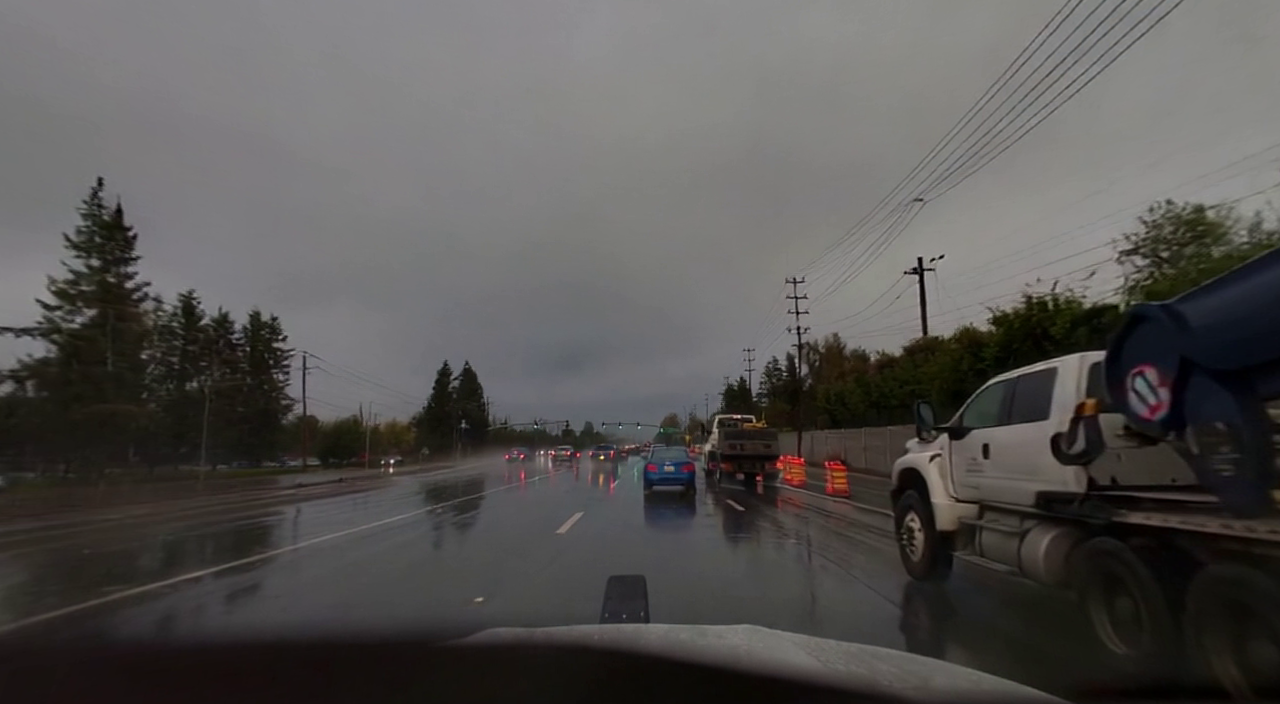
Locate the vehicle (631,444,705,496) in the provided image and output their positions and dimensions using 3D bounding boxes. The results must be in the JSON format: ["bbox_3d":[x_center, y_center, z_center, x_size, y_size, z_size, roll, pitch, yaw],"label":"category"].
[{"bbox_3d":[0.798,3.703,20.248,2.128,1.473,4.272,0,-8,0],"label":"vehicle"}]

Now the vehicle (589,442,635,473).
[{"bbox_3d":[-1.604,6.259,37.657,1.989,1.729,4.184,-1,-9,8],"label":"vehicle"}]

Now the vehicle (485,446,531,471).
[{"bbox_3d":[-8.511,6.933,41.207,2.018,1.490,4.926,0,-8,-1],"label":"vehicle"}]

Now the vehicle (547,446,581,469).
[{"bbox_3d":[-5.491,7.637,45.939,1.999,1.538,4.325,0,-8,0],"label":"vehicle"}]

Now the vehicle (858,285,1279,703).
[{"bbox_3d":[3.790,0.976,3.980,2.555,2.017,6.201,0,-9,0],"label":"vehicle"}]

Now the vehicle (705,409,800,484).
[{"bbox_3d":[4.686,4.139,27.723,2.953,2.907,6.339,0,-8,0],"label":"vehicle"}]

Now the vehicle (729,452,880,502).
[{"bbox_3d":[4.930,3.949,20.648,2.554,1.217,7.611,1,-8,-3],"label":"vehicle"}]
